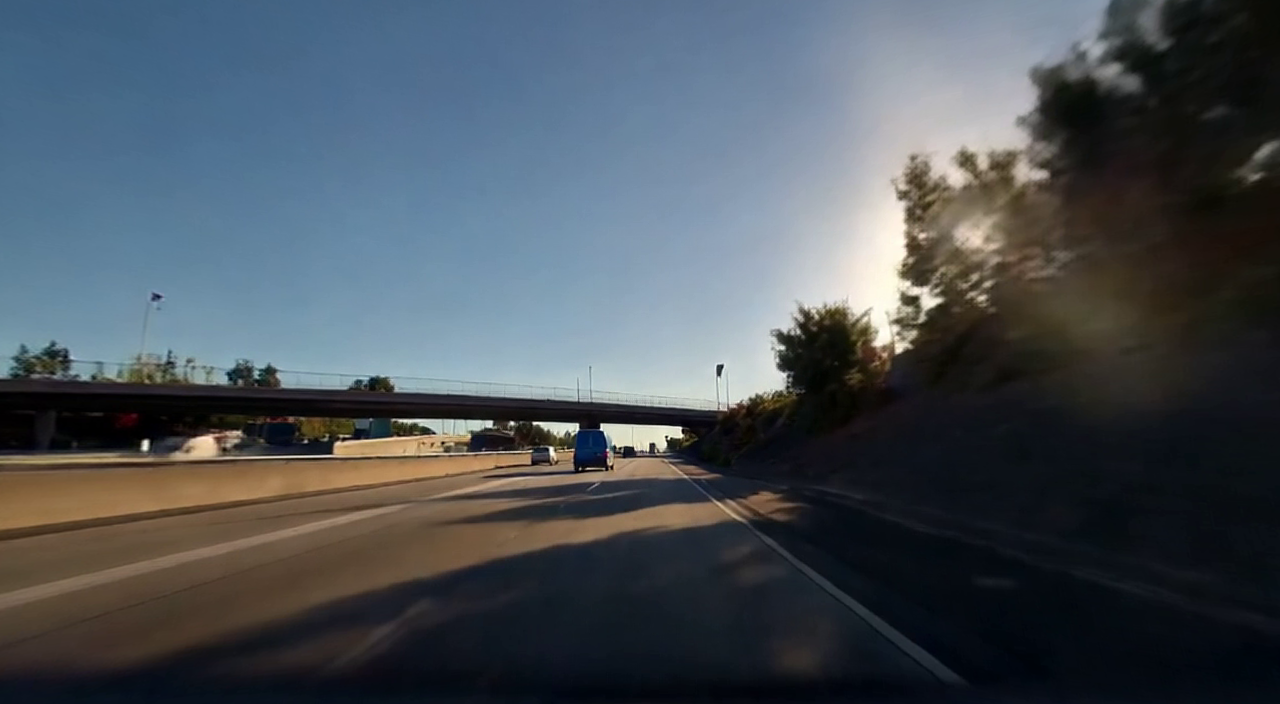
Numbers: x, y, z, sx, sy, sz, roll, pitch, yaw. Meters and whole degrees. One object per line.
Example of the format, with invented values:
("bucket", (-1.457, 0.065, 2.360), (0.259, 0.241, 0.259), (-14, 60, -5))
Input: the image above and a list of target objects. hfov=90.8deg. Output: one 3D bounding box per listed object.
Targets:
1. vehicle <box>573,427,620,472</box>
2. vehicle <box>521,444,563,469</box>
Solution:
("vehicle", (-2.572, 6.073, 39.187), (2.437, 2.565, 5.829), (0, -9, 1))
("vehicle", (-6.767, 7.297, 44.065), (2.164, 1.664, 4.252), (0, -9, 1))
